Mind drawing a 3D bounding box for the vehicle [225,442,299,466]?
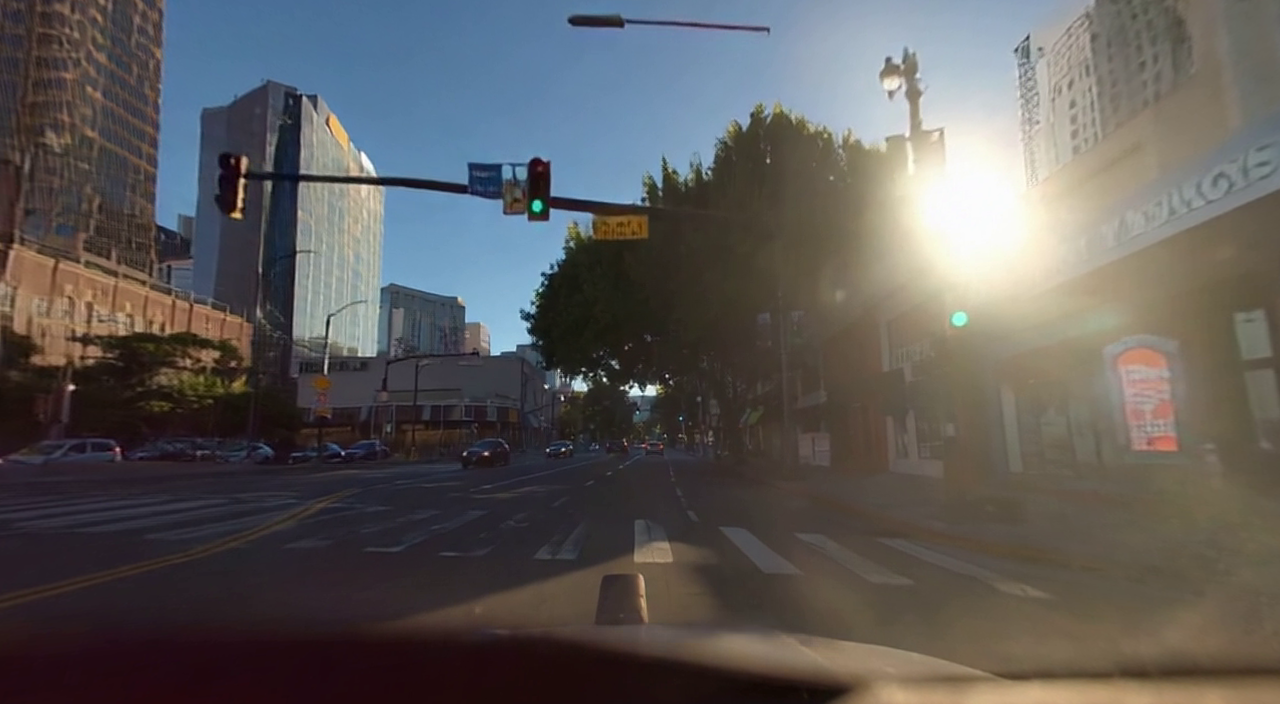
[{"bbox_3d":[-27.519,7.398,46.130,1.969,1.636,4.136,-5,-10,29],"label":"vehicle"}]

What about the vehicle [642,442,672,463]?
[{"bbox_3d":[1.303,7.732,48.886,2.168,1.545,4.047,0,-8,1],"label":"vehicle"}]

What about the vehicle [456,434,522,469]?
[{"bbox_3d":[-8.438,5.642,35.839,2.281,1.834,4.736,-1,-9,3],"label":"vehicle"}]

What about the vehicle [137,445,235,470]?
[{"bbox_3d":[-27.815,6.438,38.873,1.755,1.445,4.485,-5,-10,29],"label":"vehicle"}]

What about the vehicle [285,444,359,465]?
[{"bbox_3d":[-23.497,7.595,46.857,1.985,1.469,4.428,-5,-10,29],"label":"vehicle"}]

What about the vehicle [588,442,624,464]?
[{"bbox_3d":[-2.312,7.076,44.311,1.962,1.420,4.021,-1,-9,5],"label":"vehicle"}]

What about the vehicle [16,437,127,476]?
[{"bbox_3d":[-28.322,5.188,31.550,1.643,1.755,3.666,-4,-9,34],"label":"vehicle"}]
